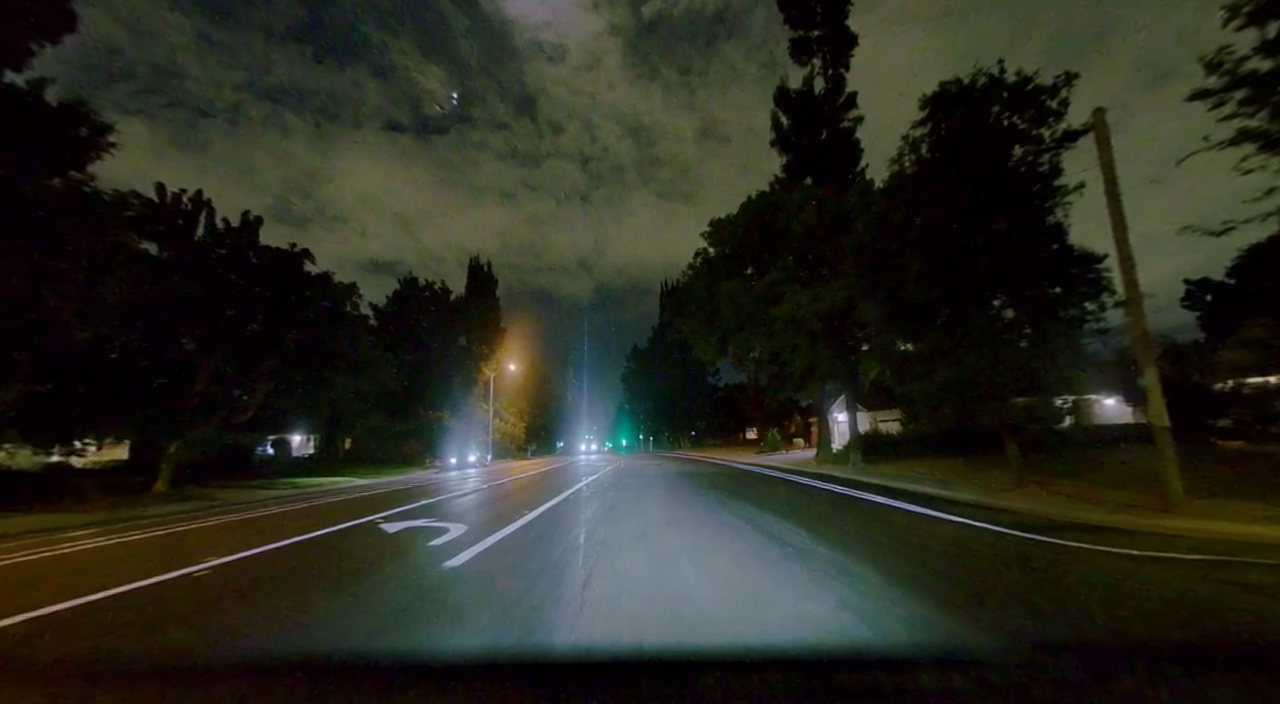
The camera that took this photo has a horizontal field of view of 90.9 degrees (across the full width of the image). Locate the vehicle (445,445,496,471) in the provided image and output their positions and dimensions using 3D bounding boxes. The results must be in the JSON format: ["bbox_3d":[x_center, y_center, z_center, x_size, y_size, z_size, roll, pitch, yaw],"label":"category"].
[{"bbox_3d":[-12.036,7.542,45.177,2.066,1.681,5.292,-1,-8,2],"label":"vehicle"}]
